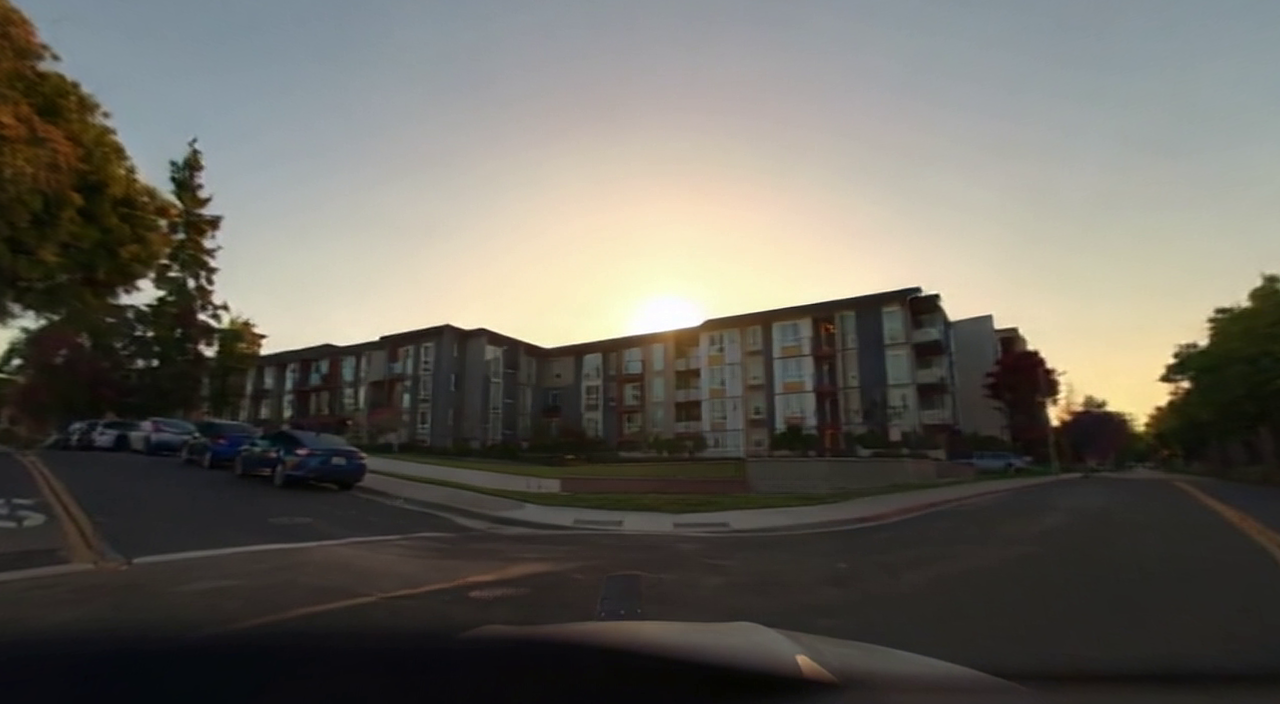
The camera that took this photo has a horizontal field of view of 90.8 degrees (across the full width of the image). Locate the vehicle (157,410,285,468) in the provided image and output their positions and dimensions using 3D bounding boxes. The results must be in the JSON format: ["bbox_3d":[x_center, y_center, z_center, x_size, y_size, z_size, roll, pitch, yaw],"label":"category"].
[{"bbox_3d":[-12.173,2.536,18.256,4.393,1.478,1.776,-7,-11,39],"label":"vehicle"}]

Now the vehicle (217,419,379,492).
[{"bbox_3d":[-7.971,2.360,14.575,4.322,1.436,1.827,-8,-12,41],"label":"vehicle"}]

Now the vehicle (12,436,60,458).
[{"bbox_3d":[-41.160,6.475,43.028,4.047,1.451,1.778,-7,-11,40],"label":"vehicle"}]

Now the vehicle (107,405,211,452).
[{"bbox_3d":[-17.132,2.766,22.419,4.402,1.513,1.879,-7,-11,40],"label":"vehicle"}]

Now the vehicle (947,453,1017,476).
[{"bbox_3d":[24.812,8.146,45.932,4.115,1.580,1.702,-7,-11,41],"label":"vehicle"}]
